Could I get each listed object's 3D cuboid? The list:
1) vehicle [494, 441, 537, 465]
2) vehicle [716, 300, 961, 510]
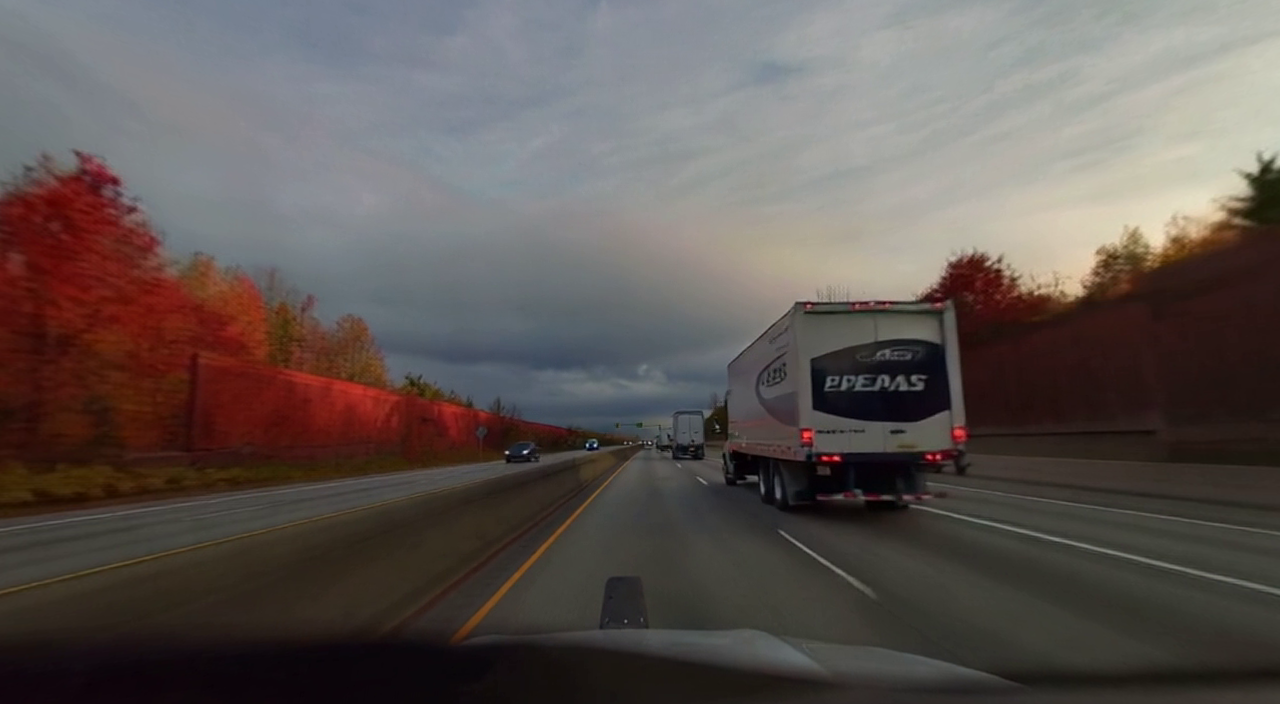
[{"bbox_3d":[-9.253,7.546,47.109,2.019,1.697,4.634,0,-8,3],"label":"vehicle"},{"bbox_3d":[4.510,1.936,18.681,2.864,3.962,13.768,0,-8,0],"label":"vehicle"}]
